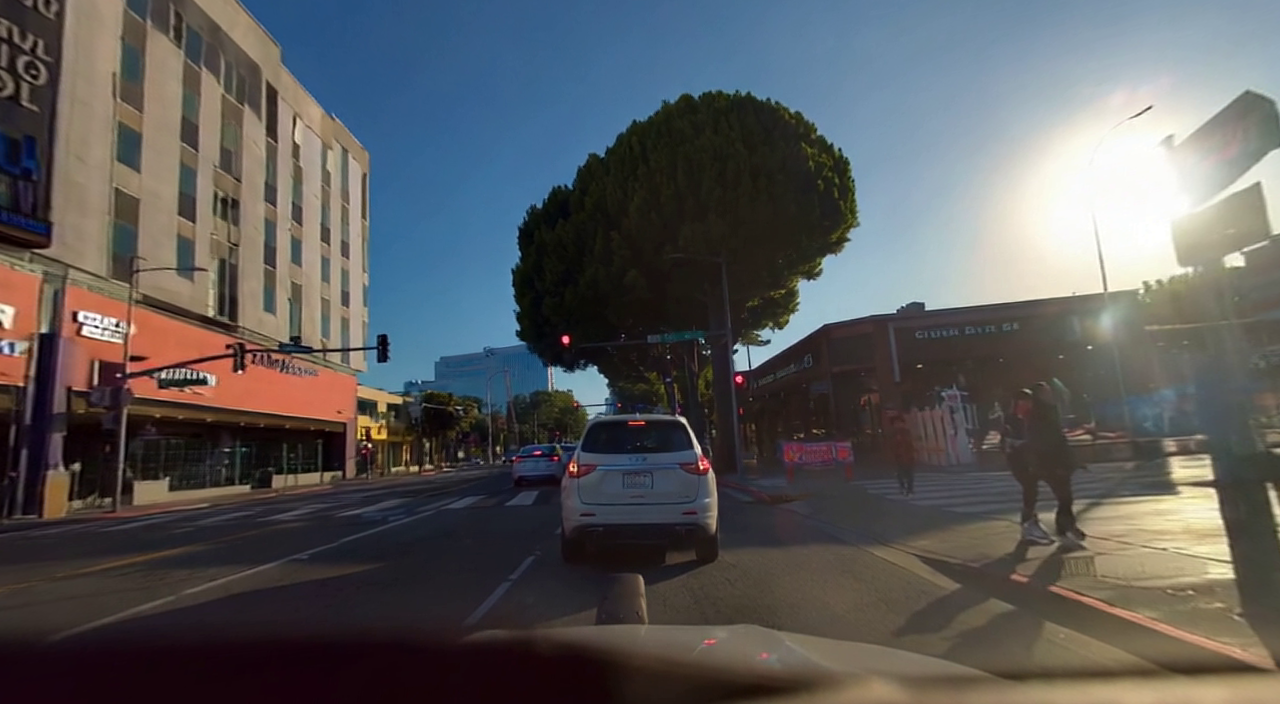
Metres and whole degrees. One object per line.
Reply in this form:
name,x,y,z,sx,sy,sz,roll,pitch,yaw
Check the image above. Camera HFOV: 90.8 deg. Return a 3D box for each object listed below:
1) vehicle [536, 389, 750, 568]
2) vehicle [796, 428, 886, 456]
vehicle,-0.060,1.746,9.450,2.352,1.953,4.796,0,-8,-2
vehicle,11.281,5.077,35.662,4.426,1.490,1.862,-1,-8,3
